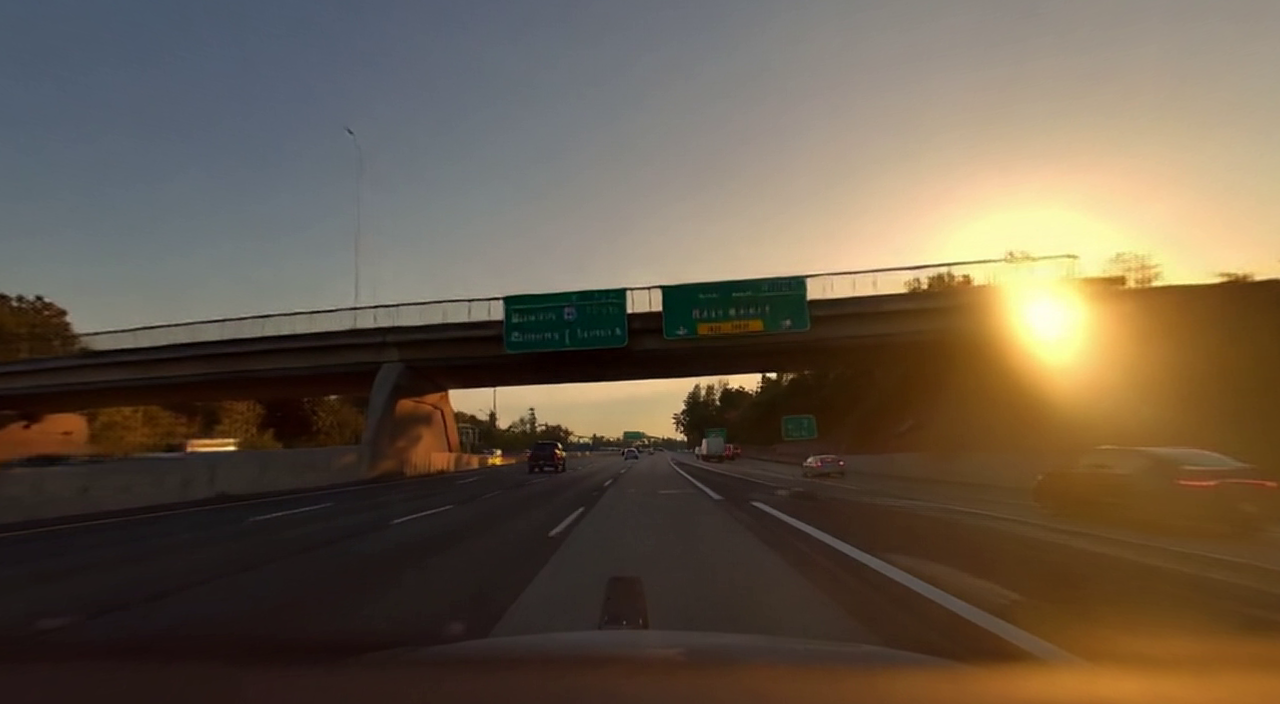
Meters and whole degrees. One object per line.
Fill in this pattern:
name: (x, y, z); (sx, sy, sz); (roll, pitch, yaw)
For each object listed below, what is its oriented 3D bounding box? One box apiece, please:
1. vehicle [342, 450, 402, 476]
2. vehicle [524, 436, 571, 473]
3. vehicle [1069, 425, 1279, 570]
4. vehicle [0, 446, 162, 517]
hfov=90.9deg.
vehicle: (-19.844, 8.189, 46.890); (2.442, 1.756, 4.528); (0, -9, 0)
vehicle: (-6.301, 7.043, 43.632); (2.264, 2.379, 5.248); (-1, -9, 2)
vehicle: (9.783, 2.268, 10.562); (2.146, 1.929, 4.388); (-1, -9, 2)
vehicle: (-16.469, 3.566, 17.970); (2.051, 1.715, 4.579); (0, -9, 1)
